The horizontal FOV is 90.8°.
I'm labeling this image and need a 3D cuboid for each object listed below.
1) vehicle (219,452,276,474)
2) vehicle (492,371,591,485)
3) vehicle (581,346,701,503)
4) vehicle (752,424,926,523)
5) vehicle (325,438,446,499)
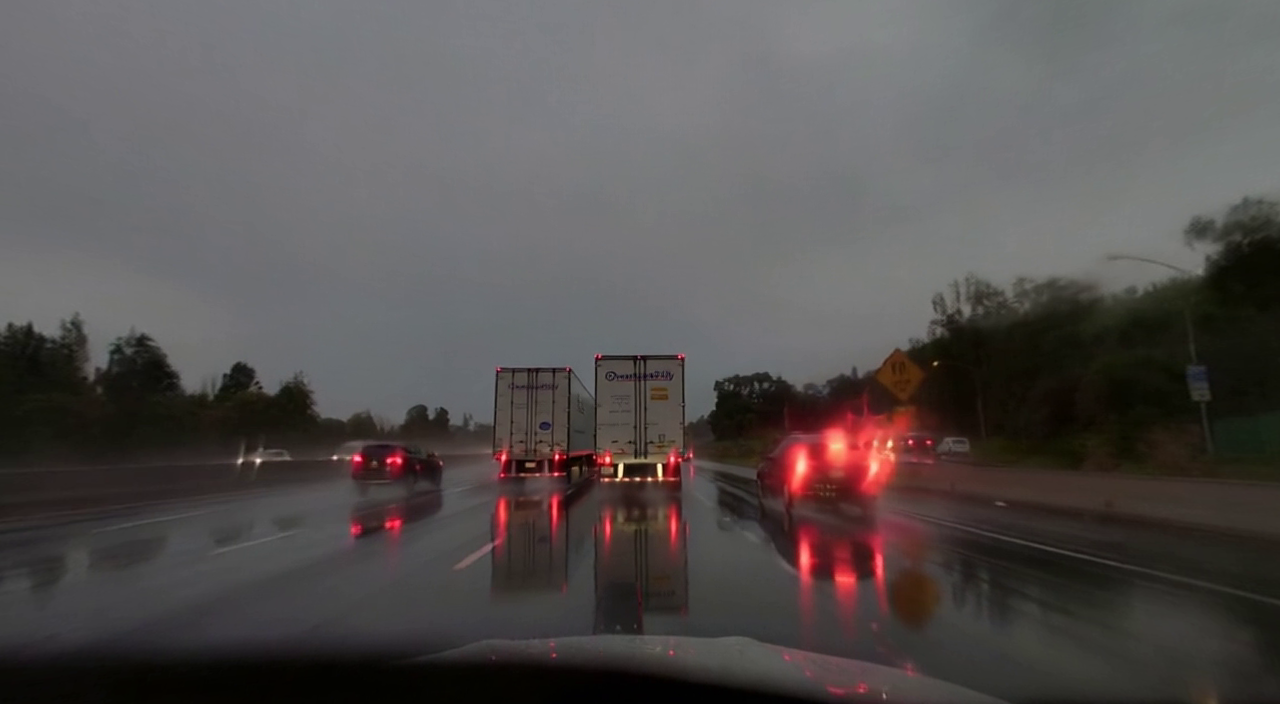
[{"bbox_3d":[-28.236,7.986,45.540,1.719,1.444,3.739,0,-9,-1],"label":"vehicle"},{"bbox_3d":[-3.979,3.562,28.493,2.888,4.154,10.960,0,-9,-1],"label":"vehicle"},{"bbox_3d":[-0.035,2.473,20.392,2.910,3.828,9.805,0,-9,-1],"label":"vehicle"},{"bbox_3d":[4.004,2.532,13.753,2.136,1.753,4.644,0,-9,-2],"label":"vehicle"},{"bbox_3d":[-7.863,3.623,20.045,2.017,1.694,4.420,0,-9,-1],"label":"vehicle"}]
